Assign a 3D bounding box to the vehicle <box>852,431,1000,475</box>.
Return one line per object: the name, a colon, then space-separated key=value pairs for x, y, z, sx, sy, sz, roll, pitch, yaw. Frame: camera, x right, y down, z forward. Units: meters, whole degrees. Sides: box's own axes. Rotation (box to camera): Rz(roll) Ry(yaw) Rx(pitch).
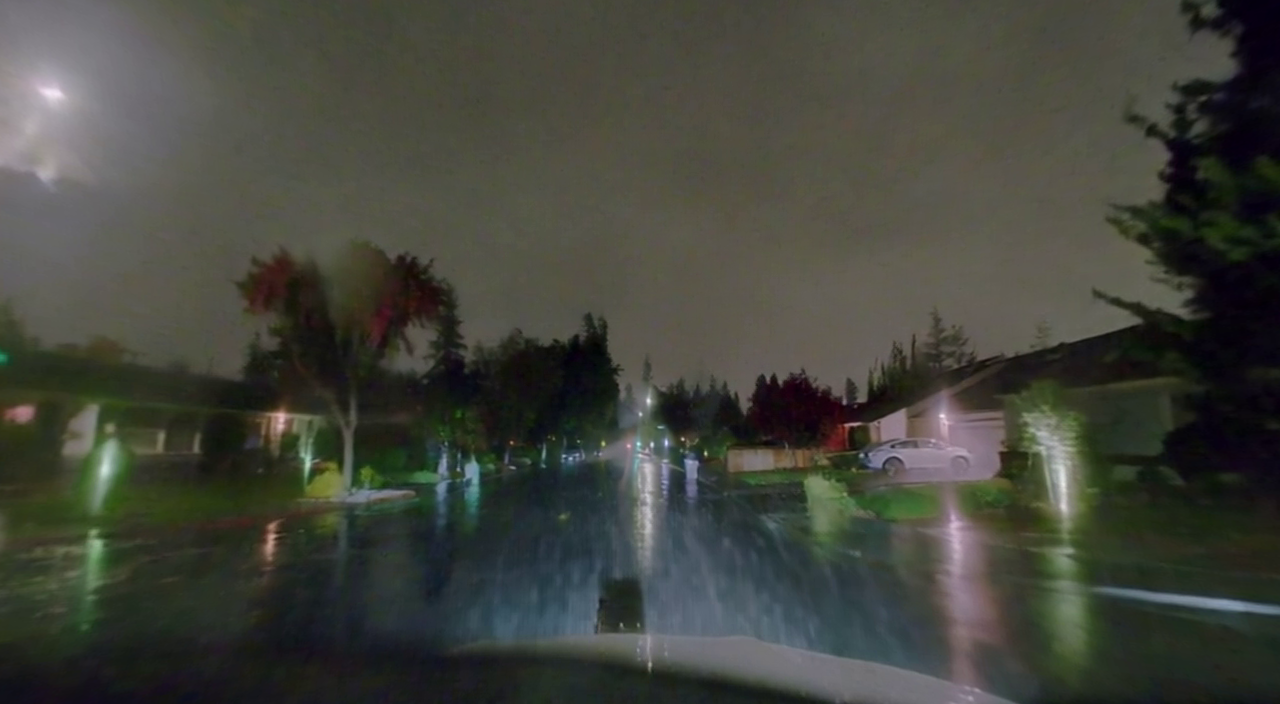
vehicle: x=11.200 y=4.002 z=25.029 sx=4.894 sy=1.616 sz=1.965 roll=-1 pitch=-9 yaw=2
